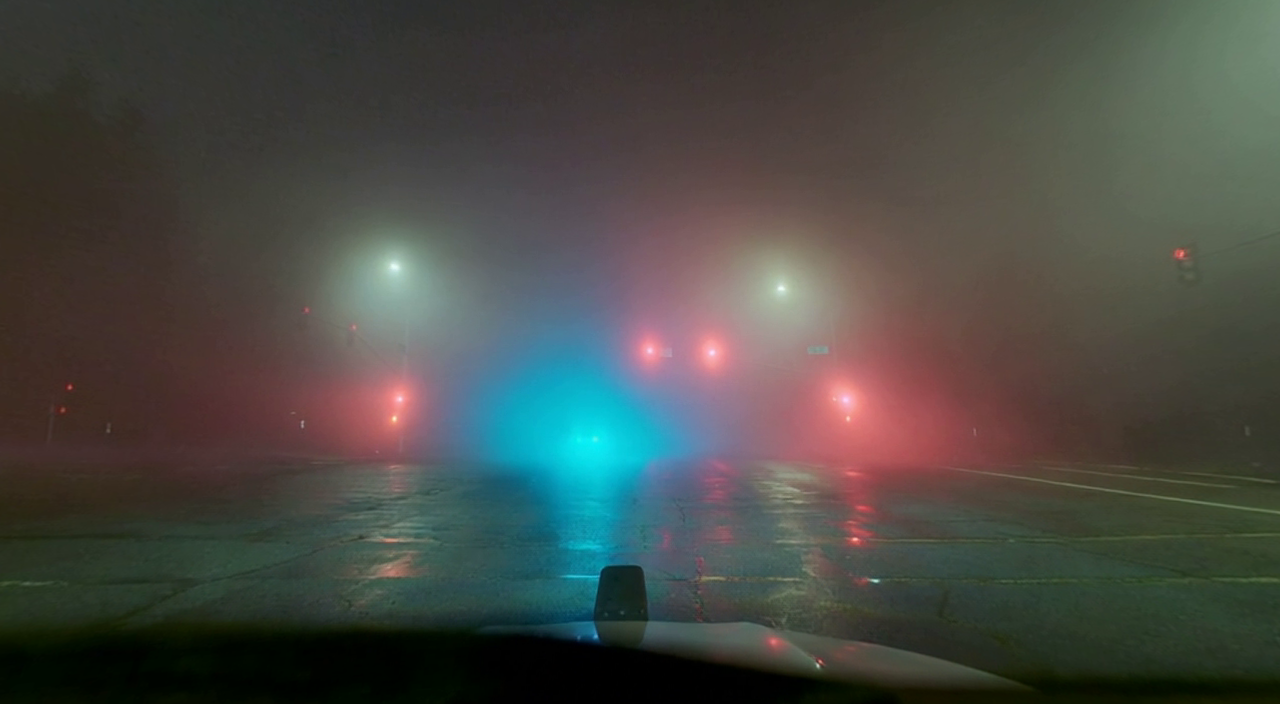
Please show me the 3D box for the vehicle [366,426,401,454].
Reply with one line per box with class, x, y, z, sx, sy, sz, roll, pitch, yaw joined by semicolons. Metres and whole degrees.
vehicle;-19.993;6.871;48.896;1.873;2.079;2.879;5;-10;-33
